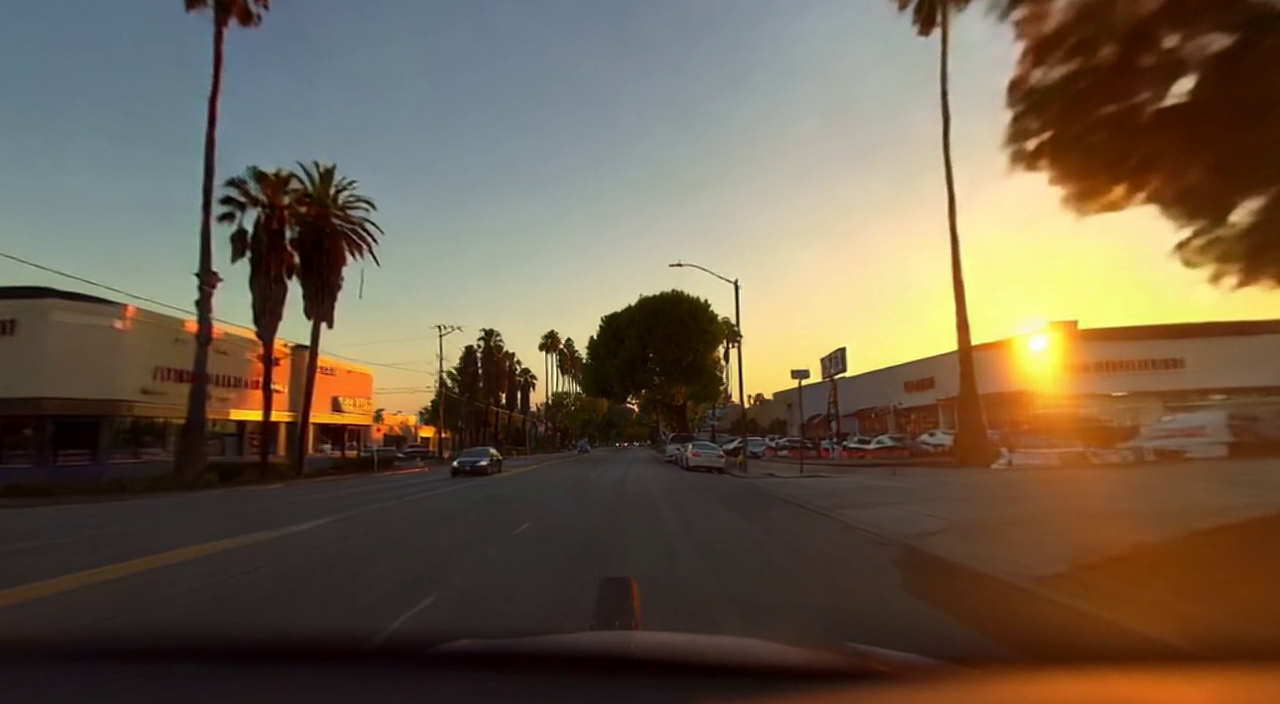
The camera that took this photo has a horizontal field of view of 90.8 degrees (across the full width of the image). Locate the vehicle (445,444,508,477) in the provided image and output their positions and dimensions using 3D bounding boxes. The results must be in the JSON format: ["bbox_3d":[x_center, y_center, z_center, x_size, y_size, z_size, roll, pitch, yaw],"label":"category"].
[{"bbox_3d":[-7.862,5.251,30.739,1.923,1.485,4.186,0,-9,0],"label":"vehicle"}]

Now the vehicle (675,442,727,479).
[{"bbox_3d":[2.815,5.136,30.169,2.046,1.588,4.508,0,-9,0],"label":"vehicle"}]

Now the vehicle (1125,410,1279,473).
[{"bbox_3d":[20.263,3.080,21.720,5.214,2.017,2.220,0,-8,1],"label":"vehicle"}]

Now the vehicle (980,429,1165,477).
[{"bbox_3d":[14.674,3.462,21.668,4.793,1.537,2.105,0,-8,-1],"label":"vehicle"}]
